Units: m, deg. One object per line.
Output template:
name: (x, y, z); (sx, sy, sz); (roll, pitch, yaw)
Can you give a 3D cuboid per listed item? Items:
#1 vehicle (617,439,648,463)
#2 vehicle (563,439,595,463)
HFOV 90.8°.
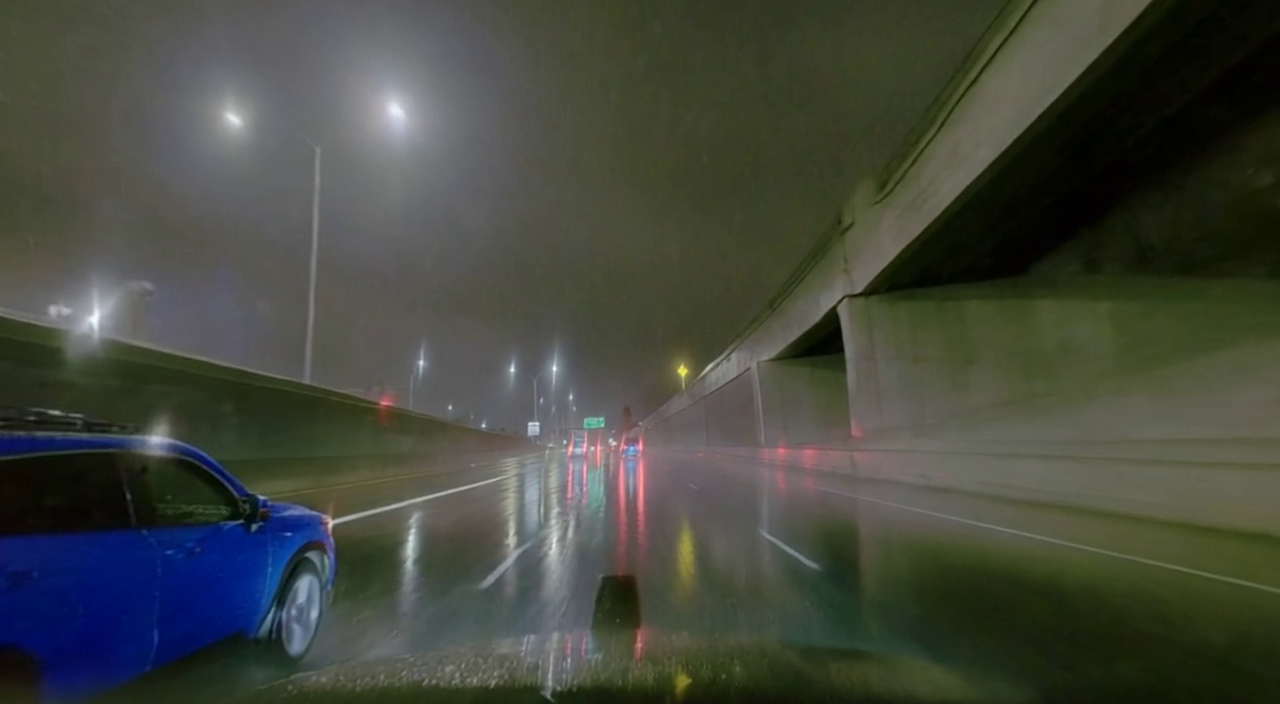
vehicle: (-0.578, 7.114, 45.548); (2.132, 1.657, 3.967); (0, -8, -1)
vehicle: (-4.433, 7.253, 46.335); (2.000, 1.646, 4.201); (0, -8, -1)
